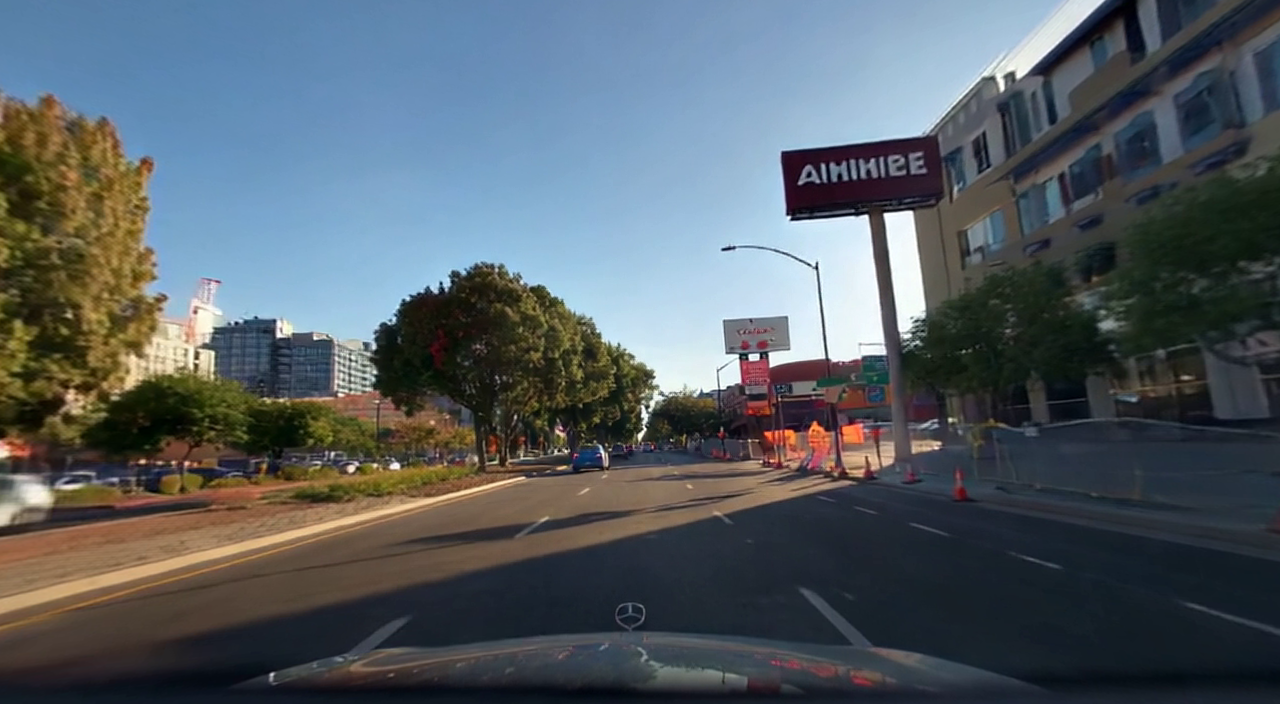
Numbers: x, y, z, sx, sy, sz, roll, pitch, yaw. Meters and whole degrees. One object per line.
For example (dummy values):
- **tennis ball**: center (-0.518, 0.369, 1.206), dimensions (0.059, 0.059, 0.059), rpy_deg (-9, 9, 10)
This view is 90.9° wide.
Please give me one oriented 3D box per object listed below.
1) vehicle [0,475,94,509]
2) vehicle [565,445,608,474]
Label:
- **vehicle**: center (-30.101, 6.952, 31.389), dimensions (4.171, 1.450, 1.855), rpy_deg (8, -12, -43)
- **vehicle**: center (-2.831, 5.808, 34.333), dimensions (1.926, 1.442, 4.231), rpy_deg (0, -9, 1)
